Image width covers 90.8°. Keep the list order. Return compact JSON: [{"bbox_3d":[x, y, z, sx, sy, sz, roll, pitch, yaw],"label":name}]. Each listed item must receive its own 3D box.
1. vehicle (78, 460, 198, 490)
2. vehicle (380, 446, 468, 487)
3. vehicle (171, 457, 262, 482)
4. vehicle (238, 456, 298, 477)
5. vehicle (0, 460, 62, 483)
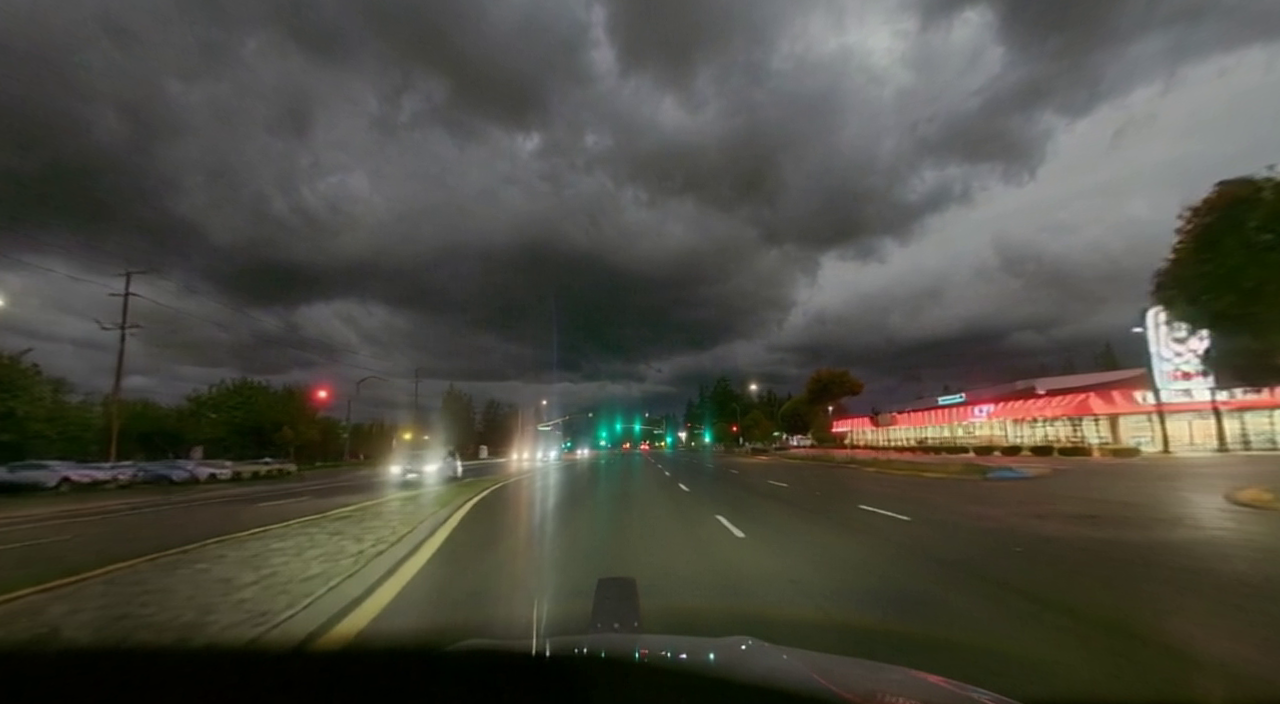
[{"bbox_3d":[-28.165,6.892,35.643,4.893,1.460,1.986,4,-10,-26],"label":"vehicle"},{"bbox_3d":[-8.698,4.621,25.889,1.959,1.505,4.622,0,-9,0],"label":"vehicle"},{"bbox_3d":[-28.392,7.862,42.534,4.740,1.480,1.923,2,-10,-20],"label":"vehicle"},{"bbox_3d":[-28.567,8.830,48.606,3.753,1.432,1.665,3,-11,-26],"label":"vehicle"},{"bbox_3d":[-47.420,9.103,48.089,4.717,1.614,1.990,0,-9,0],"label":"vehicle"}]
